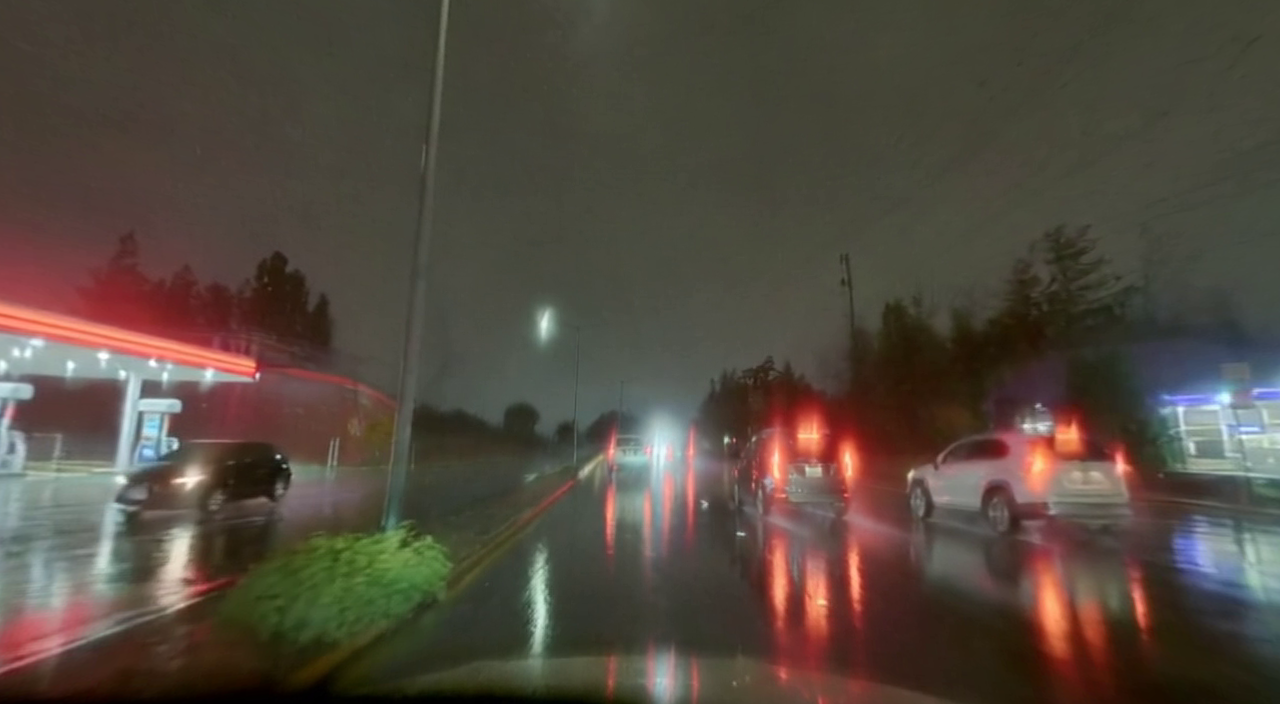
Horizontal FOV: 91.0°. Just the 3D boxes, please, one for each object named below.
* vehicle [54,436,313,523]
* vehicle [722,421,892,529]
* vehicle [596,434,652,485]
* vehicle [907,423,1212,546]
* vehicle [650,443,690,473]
[{"bbox_3d":[-8.812,2.464,12.815,1.872,1.439,4.507,0,-8,0],"label":"vehicle"},{"bbox_3d":[3.027,2.334,12.489,2.000,1.745,4.206,0,-8,-3],"label":"vehicle"},{"bbox_3d":[-0.675,4.194,24.878,2.051,1.798,4.168,0,-8,-3],"label":"vehicle"},{"bbox_3d":[6.676,2.125,10.829,2.047,1.653,4.423,0,-8,-2],"label":"vehicle"},{"bbox_3d":[1.631,5.995,35.916,1.800,1.592,3.658,1,-8,-5],"label":"vehicle"}]
